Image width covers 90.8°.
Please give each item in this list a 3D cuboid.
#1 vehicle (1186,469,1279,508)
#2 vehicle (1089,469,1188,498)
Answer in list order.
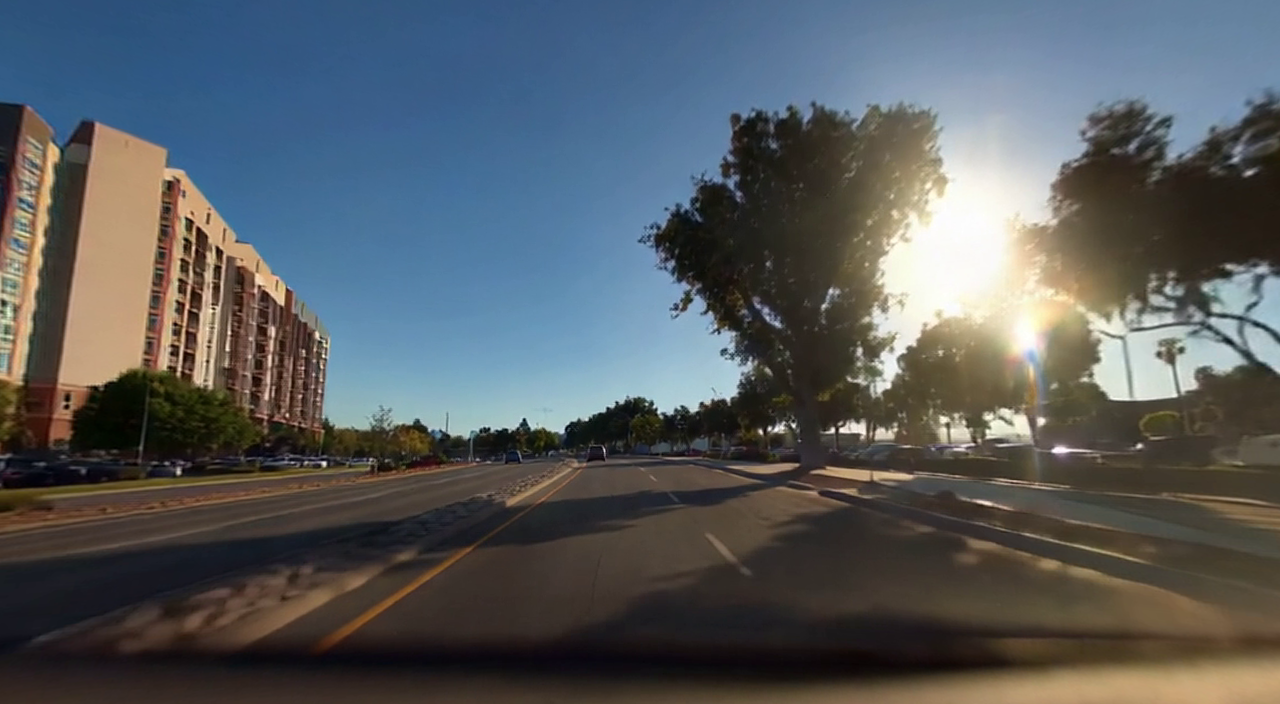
[{"bbox_3d":[30.541,6.728,31.227,4.999,1.747,2.000,-1,-9,4],"label":"vehicle"},{"bbox_3d":[31.158,8.214,39.567,4.391,1.683,1.945,-1,-9,3],"label":"vehicle"}]
